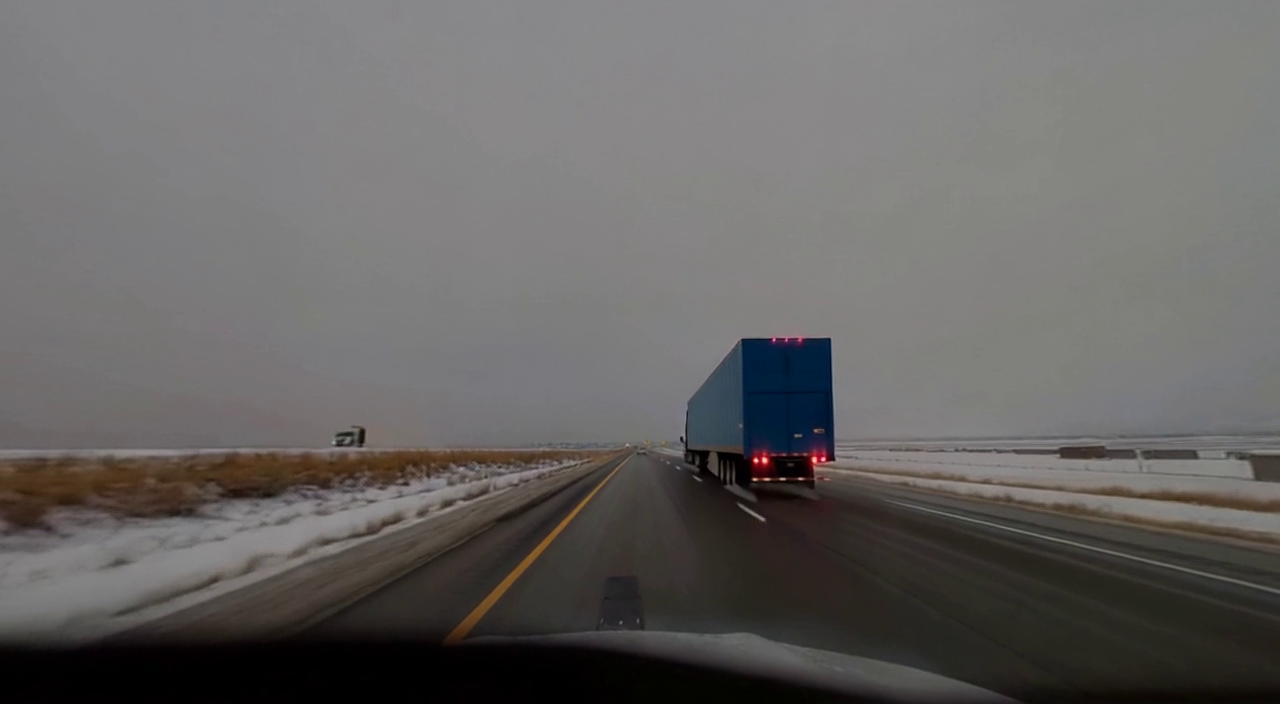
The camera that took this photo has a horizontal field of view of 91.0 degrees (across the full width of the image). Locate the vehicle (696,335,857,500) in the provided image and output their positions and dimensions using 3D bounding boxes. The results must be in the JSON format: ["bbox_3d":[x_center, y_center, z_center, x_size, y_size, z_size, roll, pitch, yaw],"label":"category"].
[{"bbox_3d":[4.039,2.623,22.584,2.818,4.206,12.987,0,-9,0],"label":"vehicle"}]
